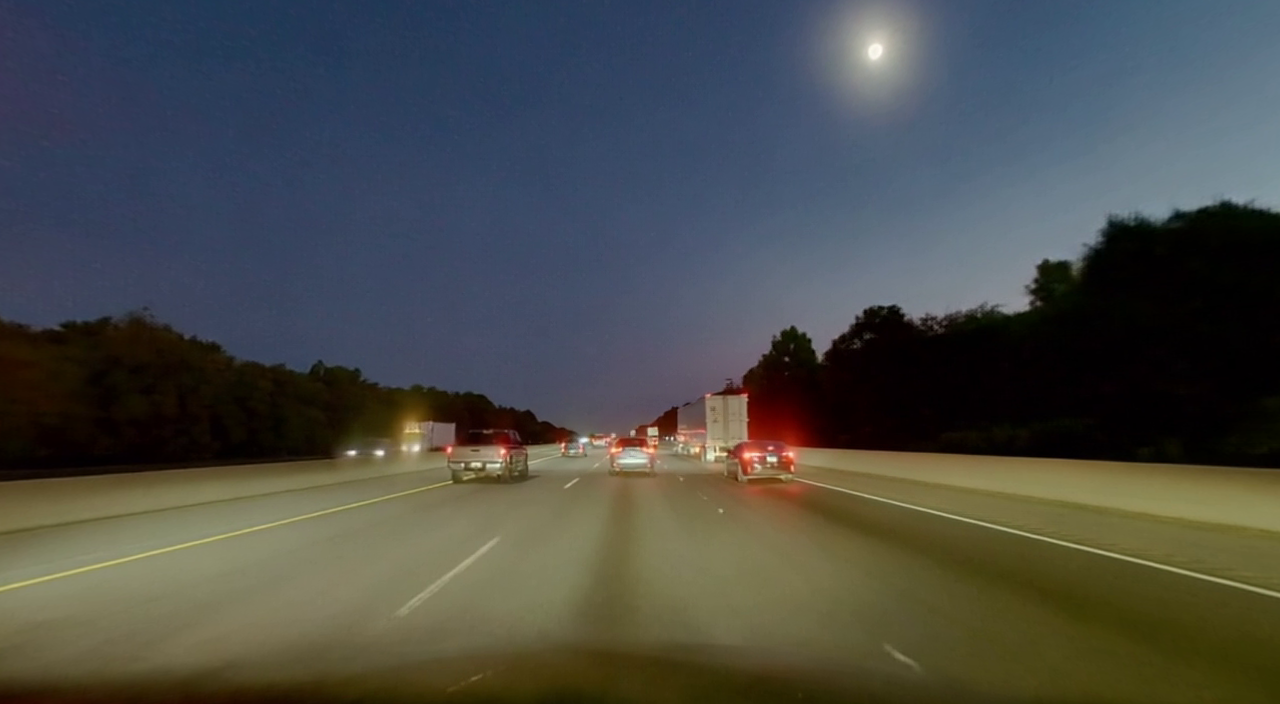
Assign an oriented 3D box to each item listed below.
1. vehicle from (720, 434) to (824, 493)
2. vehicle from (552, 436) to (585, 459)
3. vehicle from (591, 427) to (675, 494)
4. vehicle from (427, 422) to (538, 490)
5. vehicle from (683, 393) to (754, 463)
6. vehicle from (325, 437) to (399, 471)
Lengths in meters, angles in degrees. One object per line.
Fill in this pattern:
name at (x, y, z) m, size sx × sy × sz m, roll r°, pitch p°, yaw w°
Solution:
vehicle at (3.584, 3.075, 17.878) m, size 1.951 × 1.477 × 3.963 m, roll 0°, pitch -8°, yaw -2°
vehicle at (-5.436, 7.275, 48.318) m, size 1.971 × 1.648 × 3.983 m, roll 0°, pitch -8°, yaw 1°
vehicle at (-0.219, 2.943, 17.541) m, size 2.083 × 1.647 × 3.799 m, roll 0°, pitch -8°, yaw -1°
vehicle at (-4.560, 3.079, 19.080) m, size 2.101 × 1.767 × 4.702 m, roll 0°, pitch -8°, yaw 0°
vehicle at (5.155, 5.478, 44.587) m, size 2.888 × 4.135 × 14.071 m, roll 0°, pitch -8°, yaw -2°
vehicle at (-13.148, 4.808, 30.051) m, size 1.802 × 1.468 × 3.904 m, roll 0°, pitch -8°, yaw -1°
